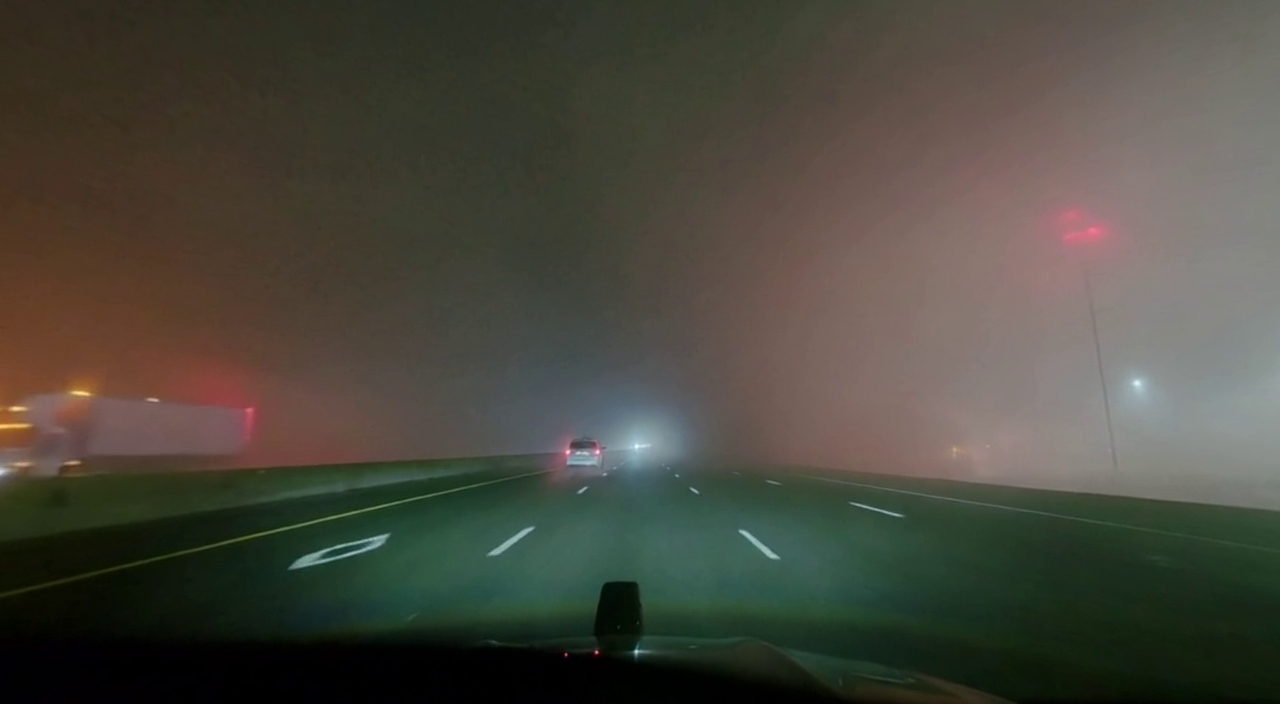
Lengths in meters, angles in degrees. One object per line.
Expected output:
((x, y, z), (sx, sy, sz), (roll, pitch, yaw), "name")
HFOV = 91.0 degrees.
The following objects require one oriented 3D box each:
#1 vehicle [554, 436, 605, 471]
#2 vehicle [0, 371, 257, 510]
((-3.592, 6.175, 38.538), (2.431, 1.928, 5.760), (0, -9, 1), "vehicle")
((-19.418, 3.318, 23.488), (3.063, 3.922, 11.054), (0, -9, 1), "vehicle")
